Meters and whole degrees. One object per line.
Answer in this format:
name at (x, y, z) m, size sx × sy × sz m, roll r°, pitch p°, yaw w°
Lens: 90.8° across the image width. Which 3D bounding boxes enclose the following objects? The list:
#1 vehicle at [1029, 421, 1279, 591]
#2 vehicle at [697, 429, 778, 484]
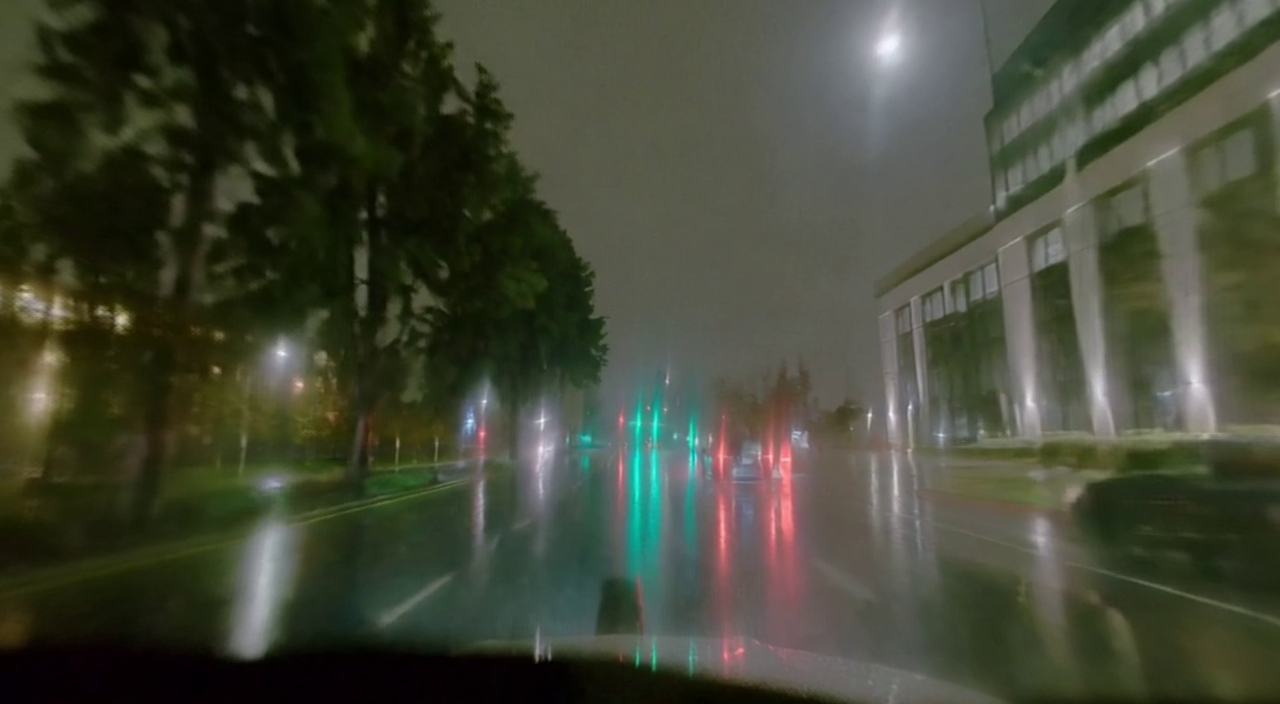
vehicle at (6.747, 1.517, 6.698) m, size 1.918 × 1.544 × 4.871 m, roll -1°, pitch -8°, yaw -3°
vehicle at (3.370, 3.717, 22.746) m, size 2.083 × 1.743 × 4.354 m, roll 0°, pitch -8°, yaw -1°
